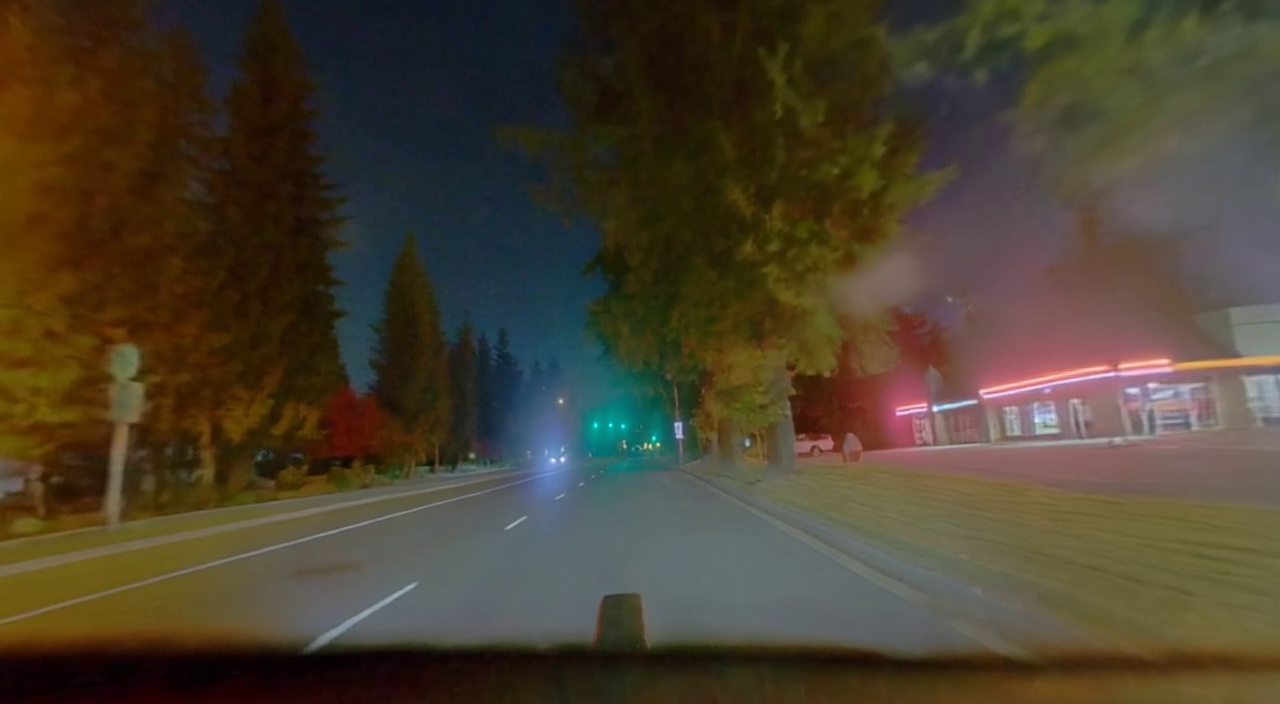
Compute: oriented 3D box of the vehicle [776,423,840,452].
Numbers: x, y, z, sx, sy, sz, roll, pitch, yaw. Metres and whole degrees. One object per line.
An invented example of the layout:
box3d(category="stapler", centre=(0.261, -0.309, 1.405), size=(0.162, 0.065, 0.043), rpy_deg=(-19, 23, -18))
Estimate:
box3d(category="vehicle", centre=(12.738, 6.572, 48.251), size=(1.939, 1.753, 4.974), rpy_deg=(2, -12, -23))
